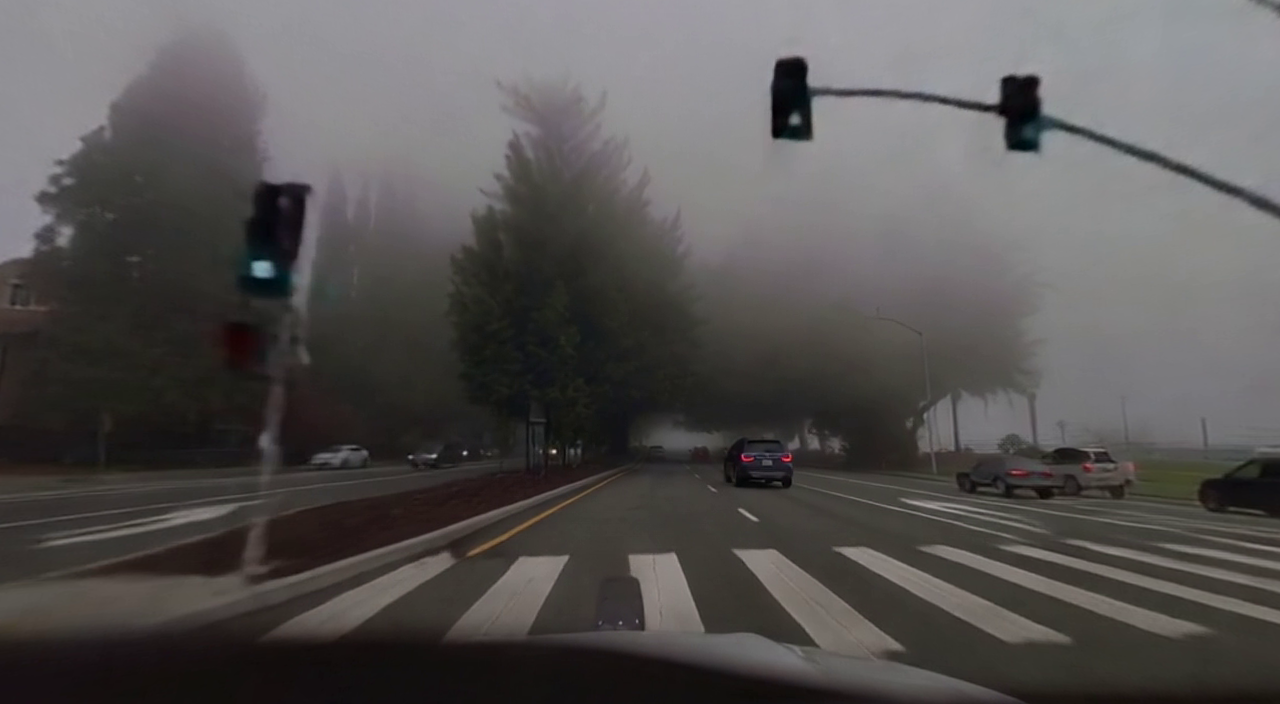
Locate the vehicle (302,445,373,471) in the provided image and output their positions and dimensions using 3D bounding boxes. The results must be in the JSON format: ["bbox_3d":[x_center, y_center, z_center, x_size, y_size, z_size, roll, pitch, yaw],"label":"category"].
[{"bbox_3d":[-18.318,6.414,38.529,1.865,1.499,4.789,0,-8,2],"label":"vehicle"}]

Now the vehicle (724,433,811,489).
[{"bbox_3d":[4.530,3.955,23.269,2.209,1.813,4.724,0,-8,0],"label":"vehicle"}]

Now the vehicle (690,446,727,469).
[{"bbox_3d":[4.538,7.063,42.550,2.064,1.474,4.389,0,-8,1],"label":"vehicle"}]

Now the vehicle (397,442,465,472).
[{"bbox_3d":[-11.377,5.735,34.735,2.046,1.485,4.591,0,-8,2],"label":"vehicle"}]

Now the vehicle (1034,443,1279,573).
[{"bbox_3d":[8.257,2.127,9.489,1.949,1.492,4.103,0,-8,-1],"label":"vehicle"}]

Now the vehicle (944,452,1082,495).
[{"bbox_3d":[14.699,4.771,25.322,2.040,1.472,4.846,2,-8,-10],"label":"vehicle"}]
